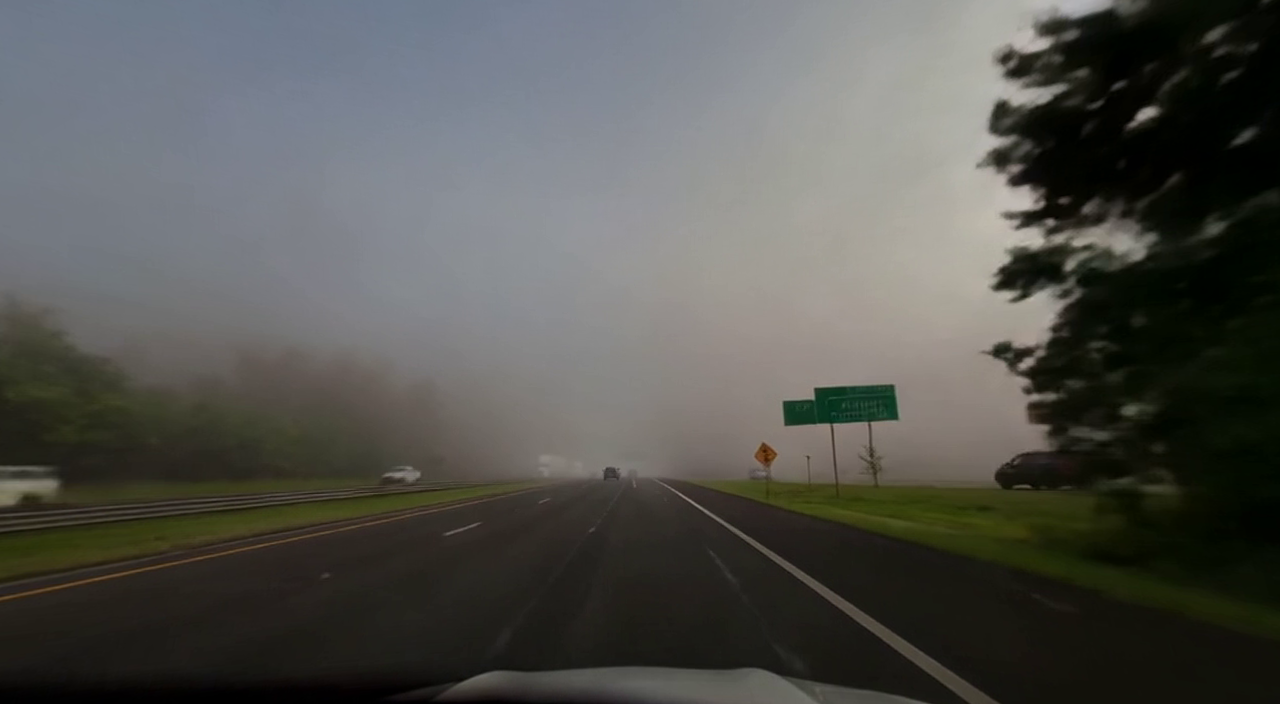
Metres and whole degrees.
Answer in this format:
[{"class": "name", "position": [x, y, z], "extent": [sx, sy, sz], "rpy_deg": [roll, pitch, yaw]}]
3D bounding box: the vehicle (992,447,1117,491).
[{"class": "vehicle", "position": [15.930, 4.553, 24.498], "extent": [1.973, 1.540, 3.978], "rpy_deg": [1, -11, -3]}]
